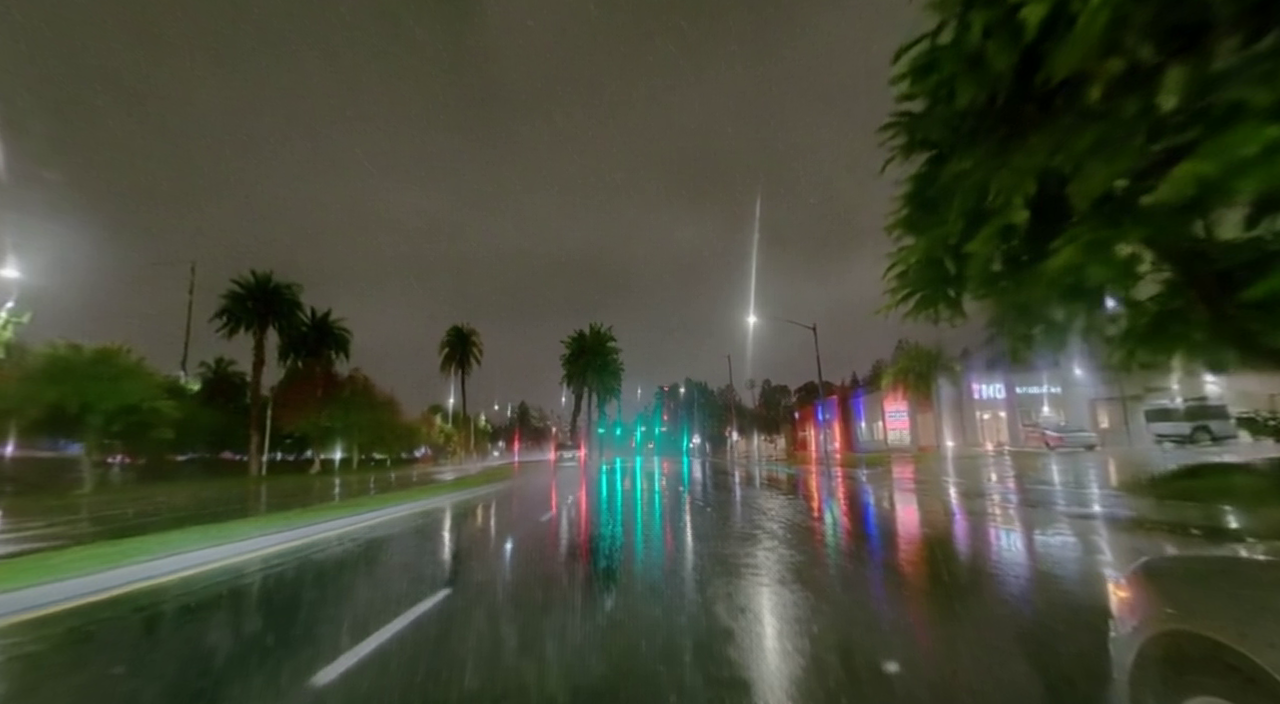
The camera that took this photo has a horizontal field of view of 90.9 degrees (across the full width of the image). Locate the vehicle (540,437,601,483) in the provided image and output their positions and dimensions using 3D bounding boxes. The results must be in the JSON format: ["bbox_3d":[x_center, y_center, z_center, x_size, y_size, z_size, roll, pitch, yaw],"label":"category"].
[{"bbox_3d":[-2.835,4.526,26.669,1.998,1.743,4.402,0,-8,1],"label":"vehicle"}]

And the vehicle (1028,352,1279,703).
[{"bbox_3d":[2.787,0.616,0.808,1.946,1.513,4.133,0,-8,0],"label":"vehicle"}]
